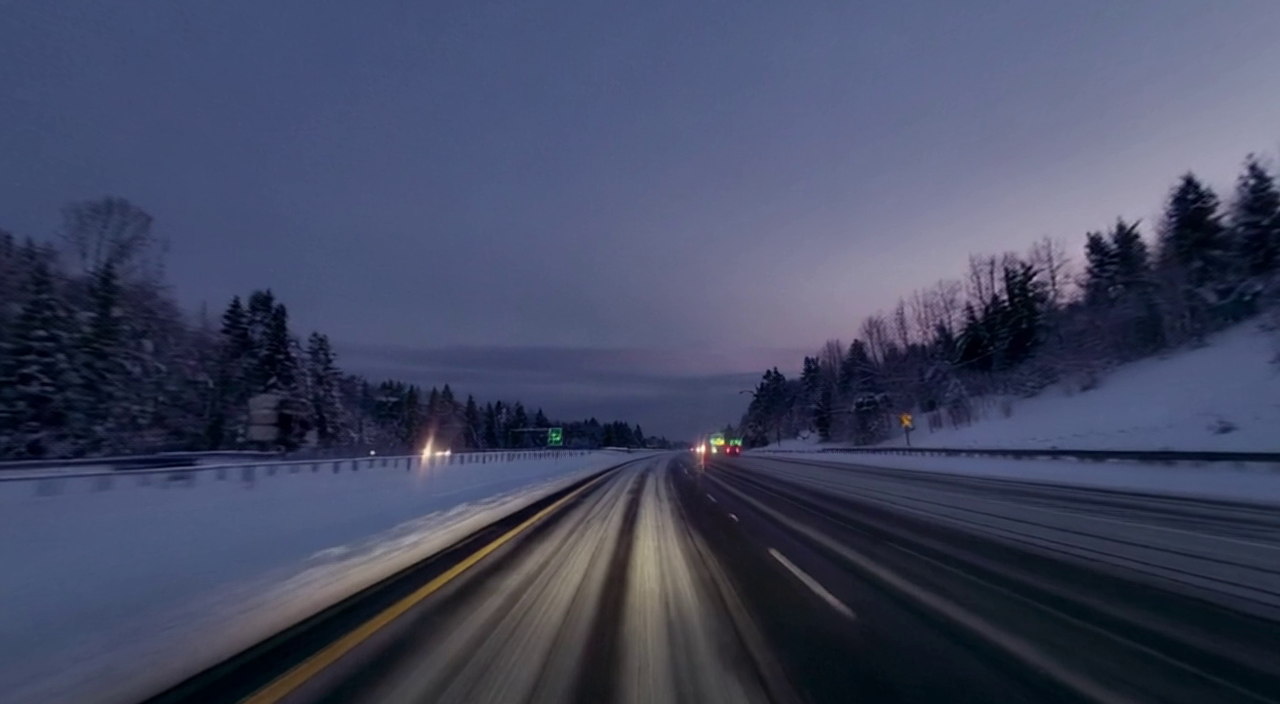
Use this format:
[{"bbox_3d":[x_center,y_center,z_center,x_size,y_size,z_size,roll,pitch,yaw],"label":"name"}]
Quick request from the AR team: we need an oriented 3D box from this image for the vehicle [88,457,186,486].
[{"bbox_3d":[-28.212,6.682,35.591,1.725,1.445,4.637,-1,-9,1],"label":"vehicle"}]
